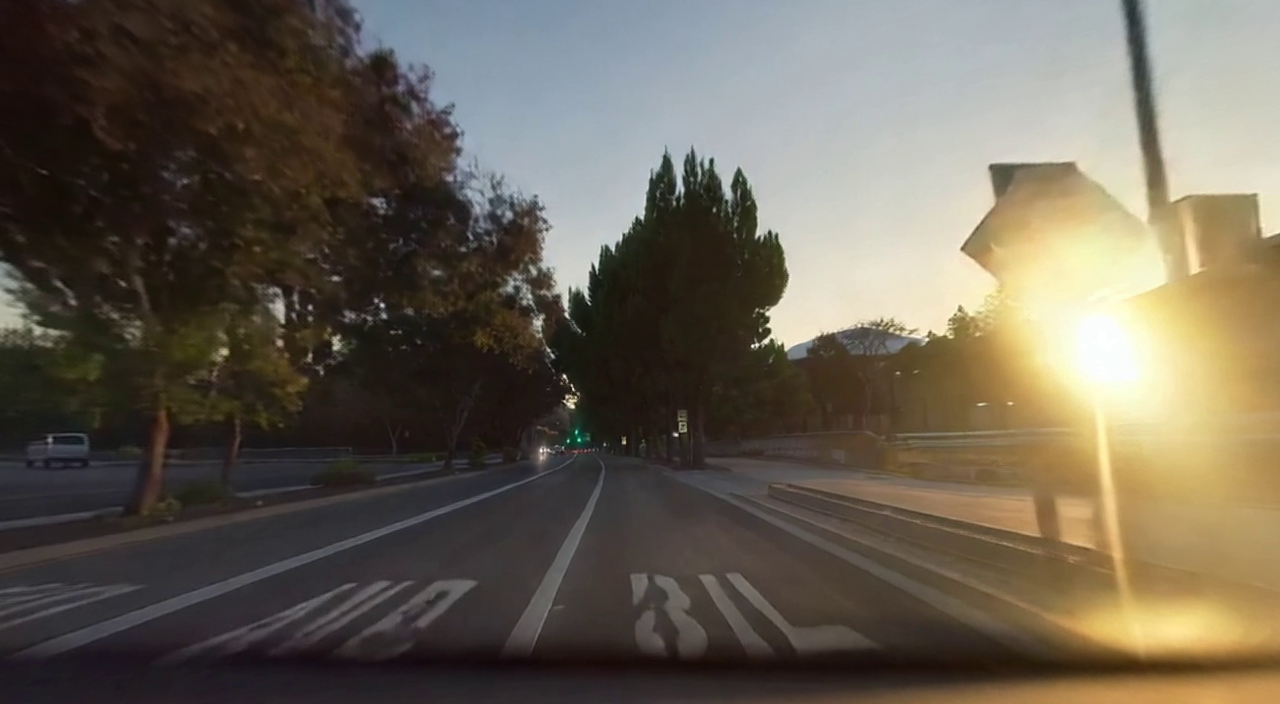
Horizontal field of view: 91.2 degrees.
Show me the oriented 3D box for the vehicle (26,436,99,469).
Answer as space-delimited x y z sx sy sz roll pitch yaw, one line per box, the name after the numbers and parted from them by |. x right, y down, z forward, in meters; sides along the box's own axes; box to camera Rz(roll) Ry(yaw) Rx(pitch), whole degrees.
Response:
-28.104 4.869 30.473 3.733 1.499 1.704 -7 -11 35 | vehicle
